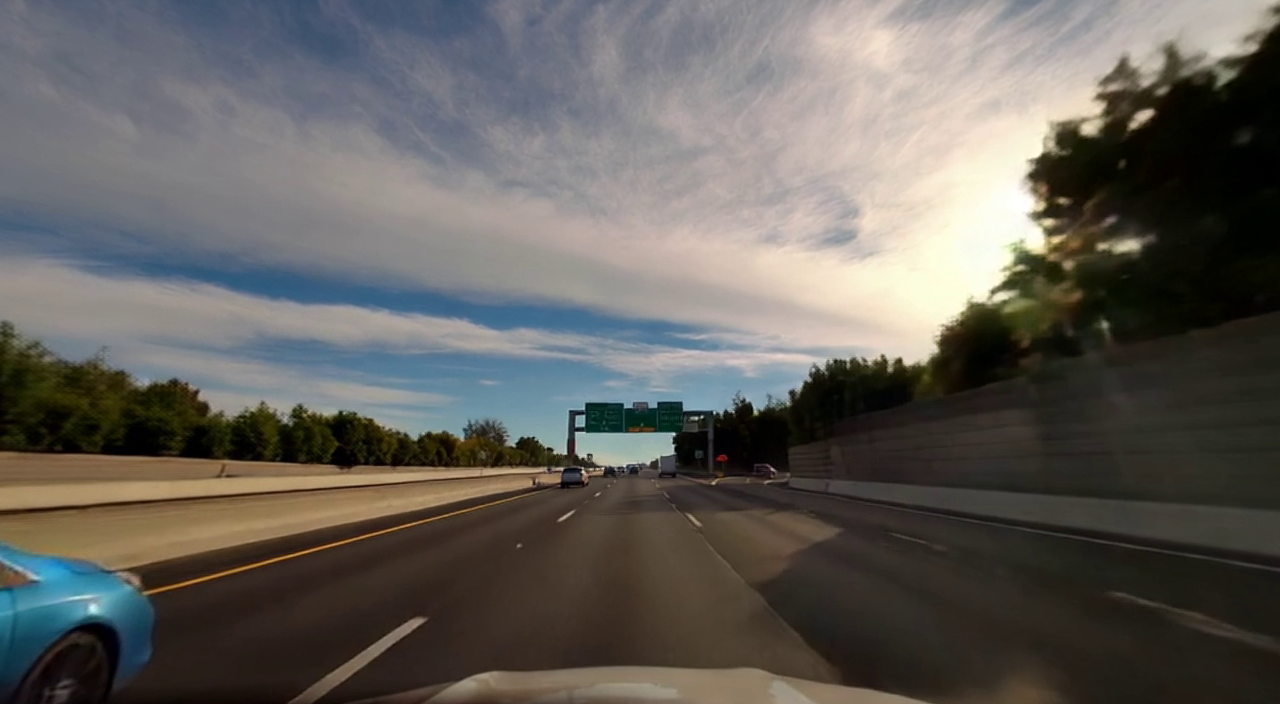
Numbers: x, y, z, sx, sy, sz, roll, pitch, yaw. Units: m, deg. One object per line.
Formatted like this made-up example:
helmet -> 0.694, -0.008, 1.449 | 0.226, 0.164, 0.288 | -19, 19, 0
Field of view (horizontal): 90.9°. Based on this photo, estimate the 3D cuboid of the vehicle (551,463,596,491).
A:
vehicle -> -3.766, 7.208, 36.515 | 2.045, 1.487, 4.582 | 1, -10, 1
